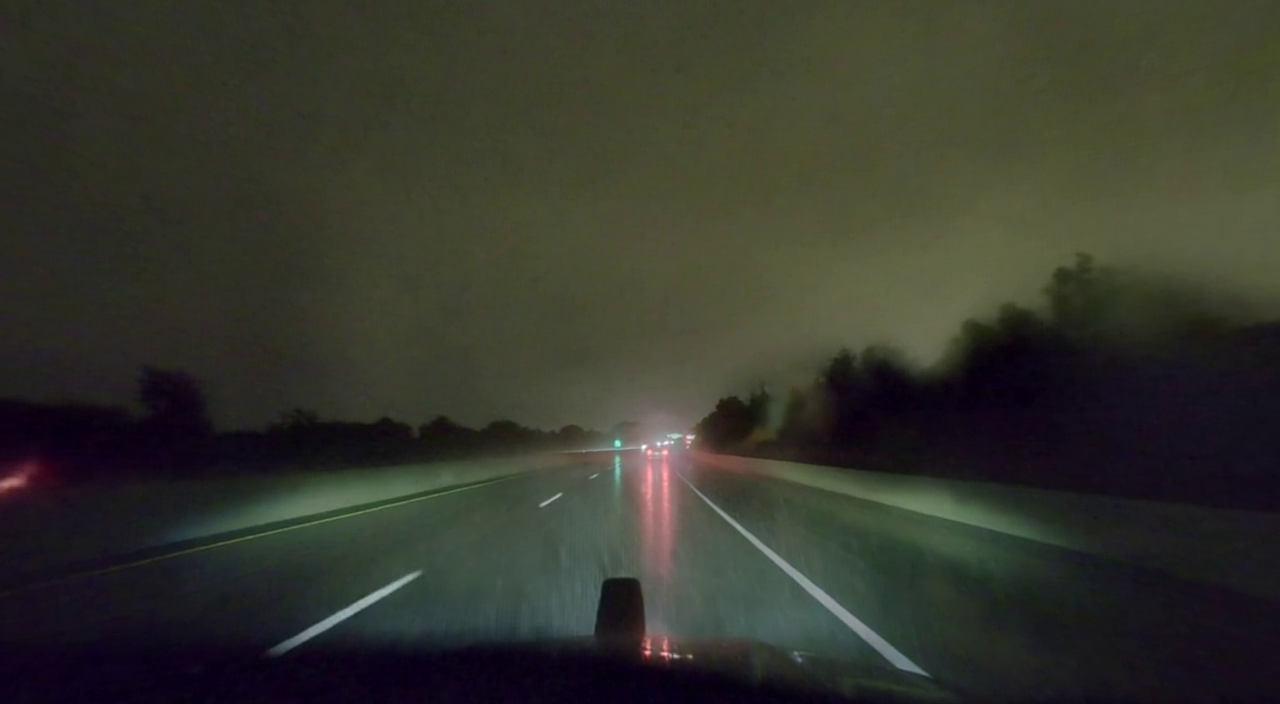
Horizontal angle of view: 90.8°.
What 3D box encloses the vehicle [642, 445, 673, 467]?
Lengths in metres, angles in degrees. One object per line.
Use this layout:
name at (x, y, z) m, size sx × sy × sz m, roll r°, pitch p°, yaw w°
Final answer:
vehicle at (1.336, 7.749, 47.153) m, size 2.221 × 1.603 × 4.149 m, roll 0°, pitch -9°, yaw 2°
